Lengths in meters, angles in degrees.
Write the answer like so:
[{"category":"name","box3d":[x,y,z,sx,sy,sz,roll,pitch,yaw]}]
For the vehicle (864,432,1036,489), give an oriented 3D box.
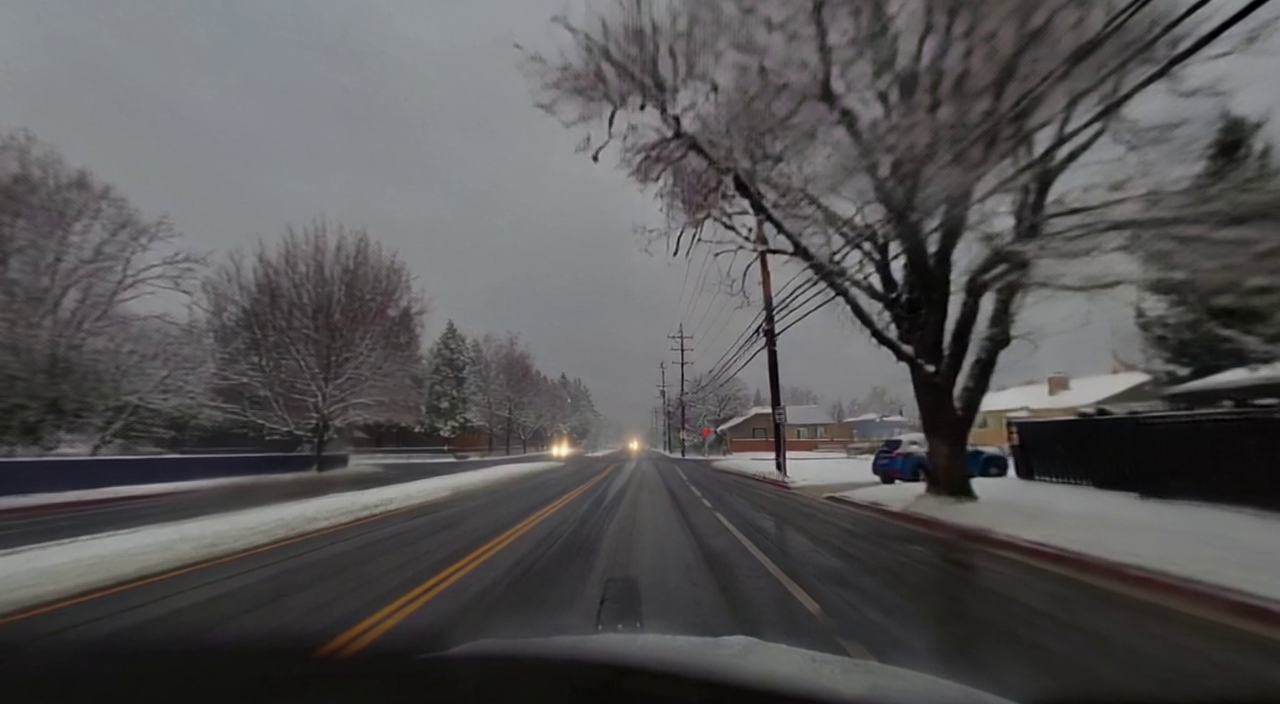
[{"category":"vehicle","box3d":[9.663,3.400,19.974,4.387,1.680,1.958,1,-9,-3]}]
